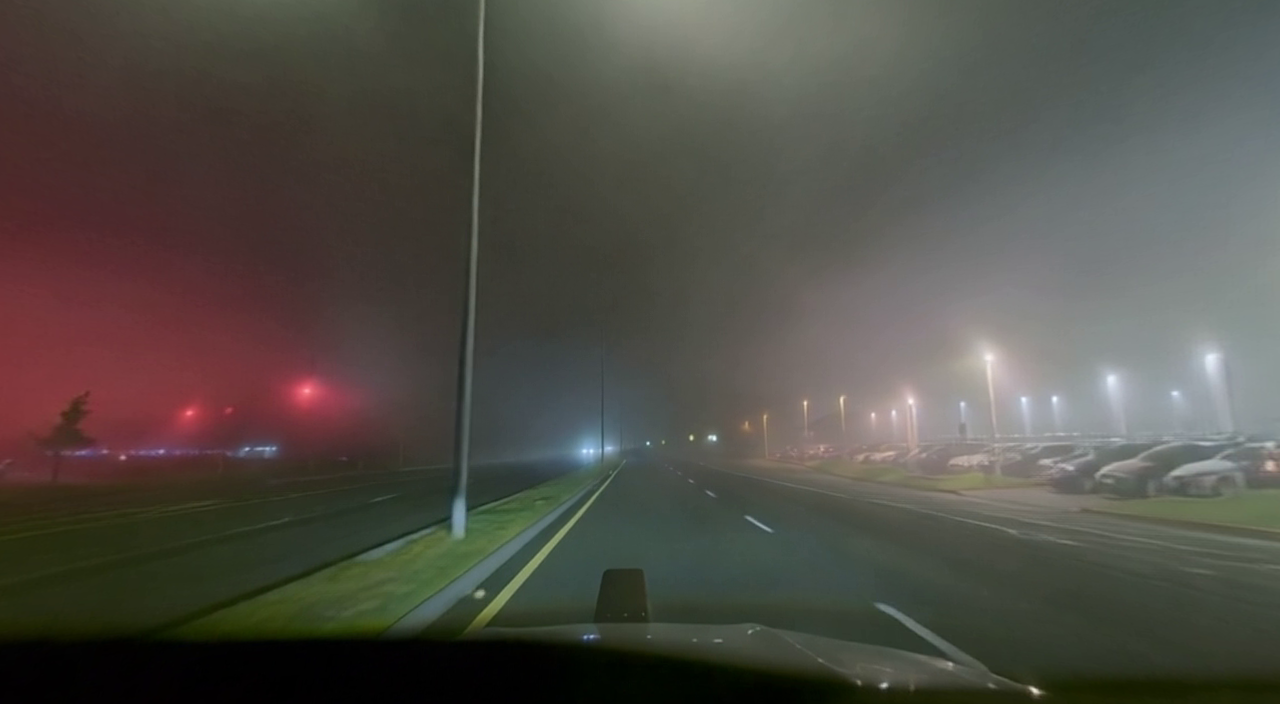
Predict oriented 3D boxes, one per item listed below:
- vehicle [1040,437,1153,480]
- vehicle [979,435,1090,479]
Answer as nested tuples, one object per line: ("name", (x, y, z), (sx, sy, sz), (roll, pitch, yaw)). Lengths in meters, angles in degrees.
("vehicle", (19.521, 4.523, 27.205), (1.859, 1.643, 4.091), (-1, -7, 1))
("vehicle", (17.001, 4.509, 27.459), (1.882, 1.699, 4.367), (-1, -8, -1))
